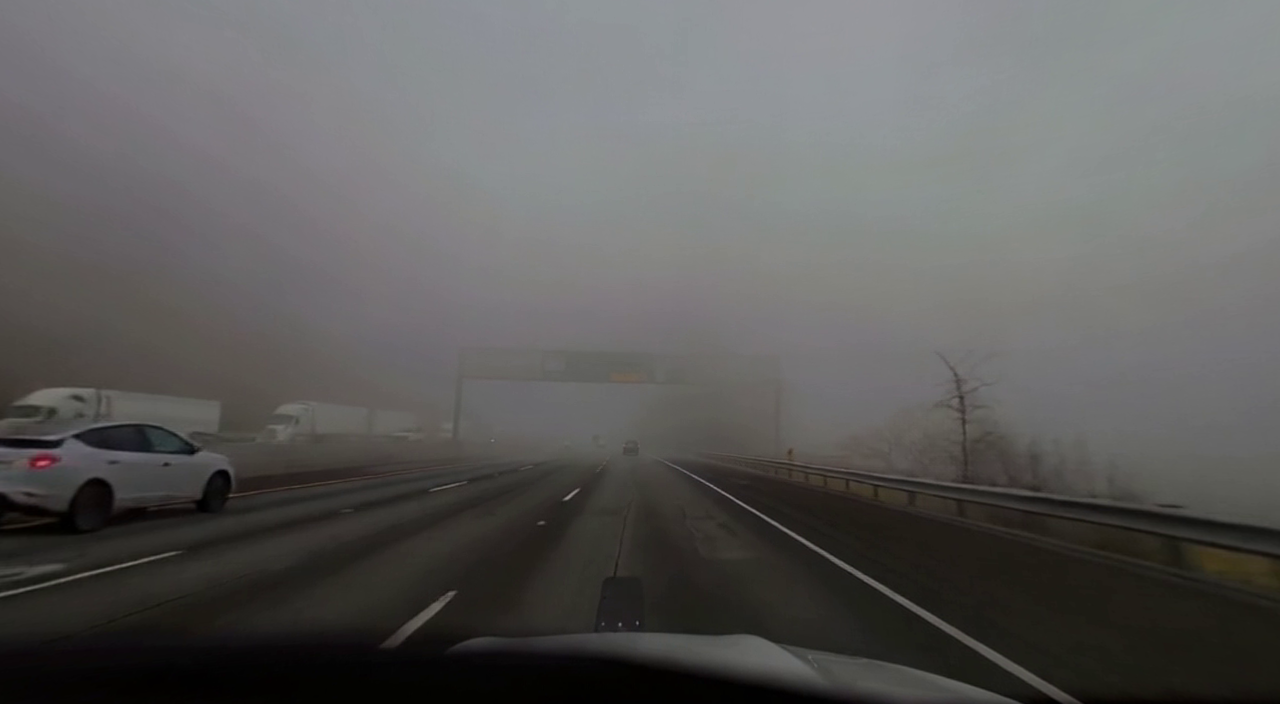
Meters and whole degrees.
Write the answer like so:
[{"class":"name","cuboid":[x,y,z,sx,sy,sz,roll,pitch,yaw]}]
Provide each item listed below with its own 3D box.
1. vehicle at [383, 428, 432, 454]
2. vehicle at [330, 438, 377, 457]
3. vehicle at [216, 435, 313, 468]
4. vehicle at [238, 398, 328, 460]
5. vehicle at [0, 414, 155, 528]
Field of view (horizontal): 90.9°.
[{"class":"vehicle","cuboid":[-18.214,6.997,49.672,2.177,1.876,4.674,0,-8,-2]},{"class":"vehicle","cuboid":[-21.925,7.276,48.351,1.744,1.406,4.176,0,-8,-2]},{"class":"vehicle","cuboid":[-18.002,4.765,30.506,2.088,1.442,4.286,0,-8,0]},{"class":"vehicle","cuboid":[-25.489,5.593,45.456,2.884,4.112,6.220,0,-8,-3]},{"class":"vehicle","cuboid":[-10.405,1.793,9.632,2.197,1.654,4.823,0,-8,-1]}]
